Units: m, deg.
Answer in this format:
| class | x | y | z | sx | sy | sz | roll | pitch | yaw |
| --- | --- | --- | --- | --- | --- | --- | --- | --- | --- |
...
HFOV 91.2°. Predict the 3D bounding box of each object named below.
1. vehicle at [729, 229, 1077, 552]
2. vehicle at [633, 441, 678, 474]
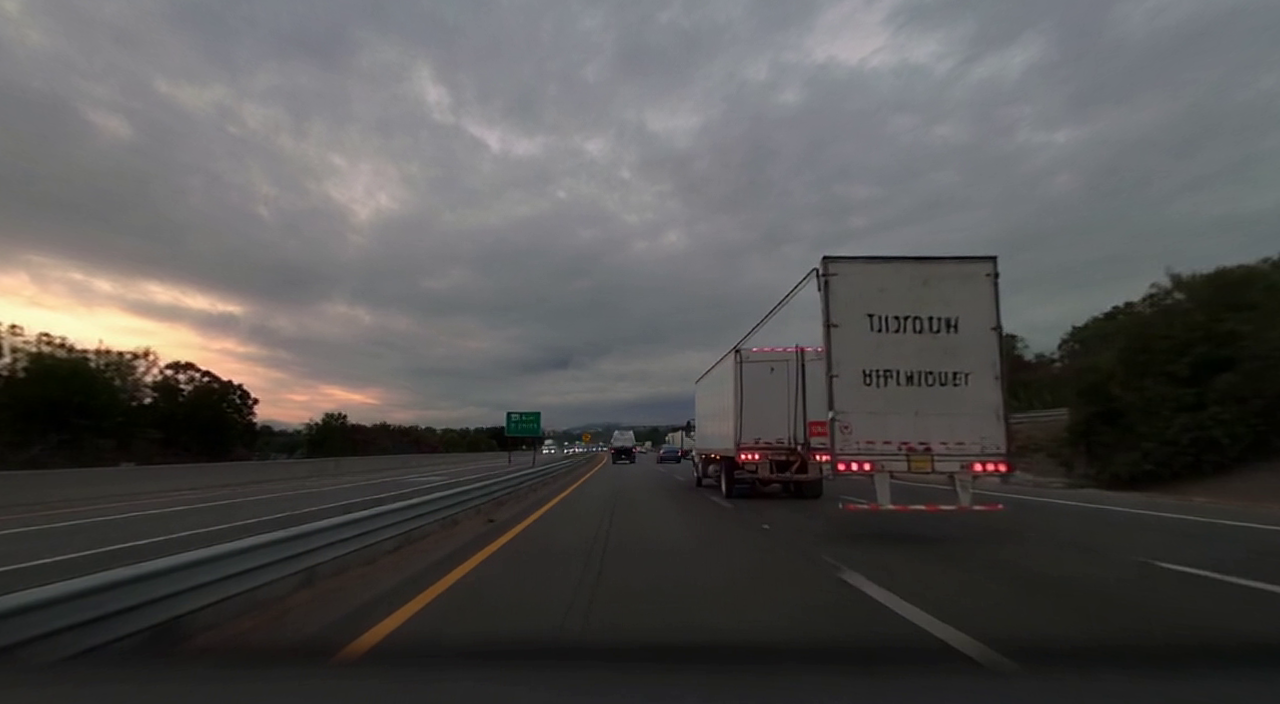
| class | x | y | z | sx | sy | sz | roll | pitch | yaw |
| --- | --- | --- | --- | --- | --- | --- | --- | --- | --- |
| vehicle | 3.849 | 1.054 | 12.128 | 2.816 | 4.086 | 8.486 | 0 | -9 | -1 |
| vehicle | 0.883 | 5.608 | 33.455 | 2.127 | 1.642 | 3.899 | -1 | -9 | 5 |
